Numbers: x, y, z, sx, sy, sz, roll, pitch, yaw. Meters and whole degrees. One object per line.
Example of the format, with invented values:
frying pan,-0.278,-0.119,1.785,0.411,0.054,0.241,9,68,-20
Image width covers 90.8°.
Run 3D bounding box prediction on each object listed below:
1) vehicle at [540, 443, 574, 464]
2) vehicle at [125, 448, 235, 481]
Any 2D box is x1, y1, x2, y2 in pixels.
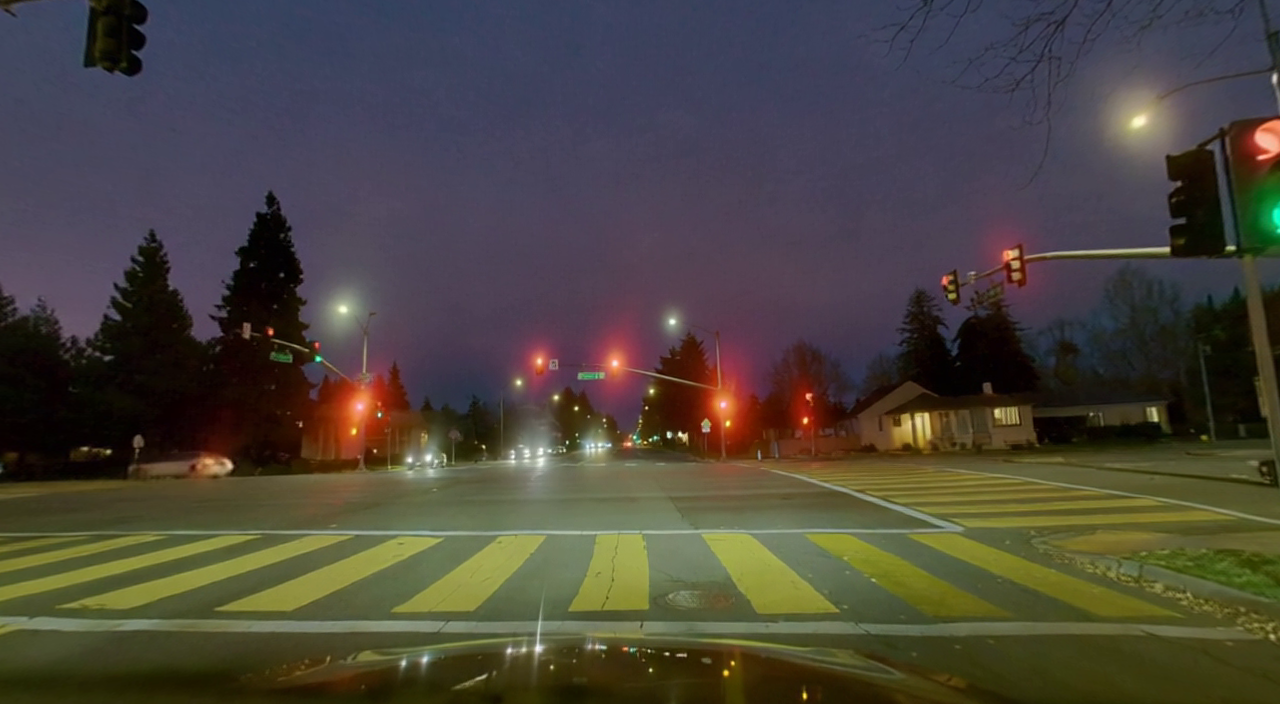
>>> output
vehicle,-6.129,7.527,47.042,1.936,1.444,4.168,0,-8,0
vehicle,-25.716,6.275,35.399,4.706,1.710,1.932,-1,-8,4
